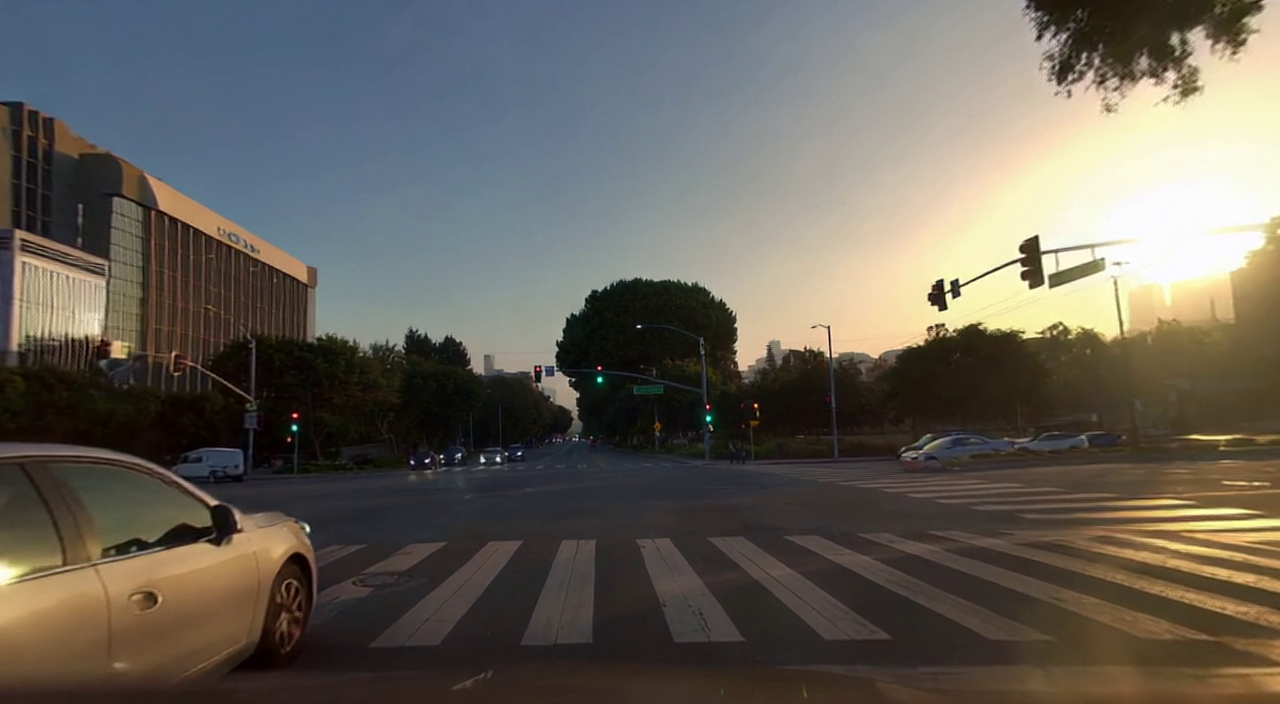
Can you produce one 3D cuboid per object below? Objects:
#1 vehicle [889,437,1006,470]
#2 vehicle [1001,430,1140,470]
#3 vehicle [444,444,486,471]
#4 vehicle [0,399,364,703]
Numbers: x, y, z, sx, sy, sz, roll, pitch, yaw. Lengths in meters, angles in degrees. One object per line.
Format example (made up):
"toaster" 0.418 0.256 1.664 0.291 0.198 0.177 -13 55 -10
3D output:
"vehicle" 14.921 4.940 30.832 4.660 1.495 2.007 0 -8 -2
"vehicle" 16.910 3.868 24.962 4.181 1.483 1.831 0 -8 -3
"vehicle" -12.876 7.768 46.802 2.051 1.715 4.346 -2 -6 -3
"vehicle" -3.072 0.967 2.494 1.919 1.478 4.720 0 -8 -1
